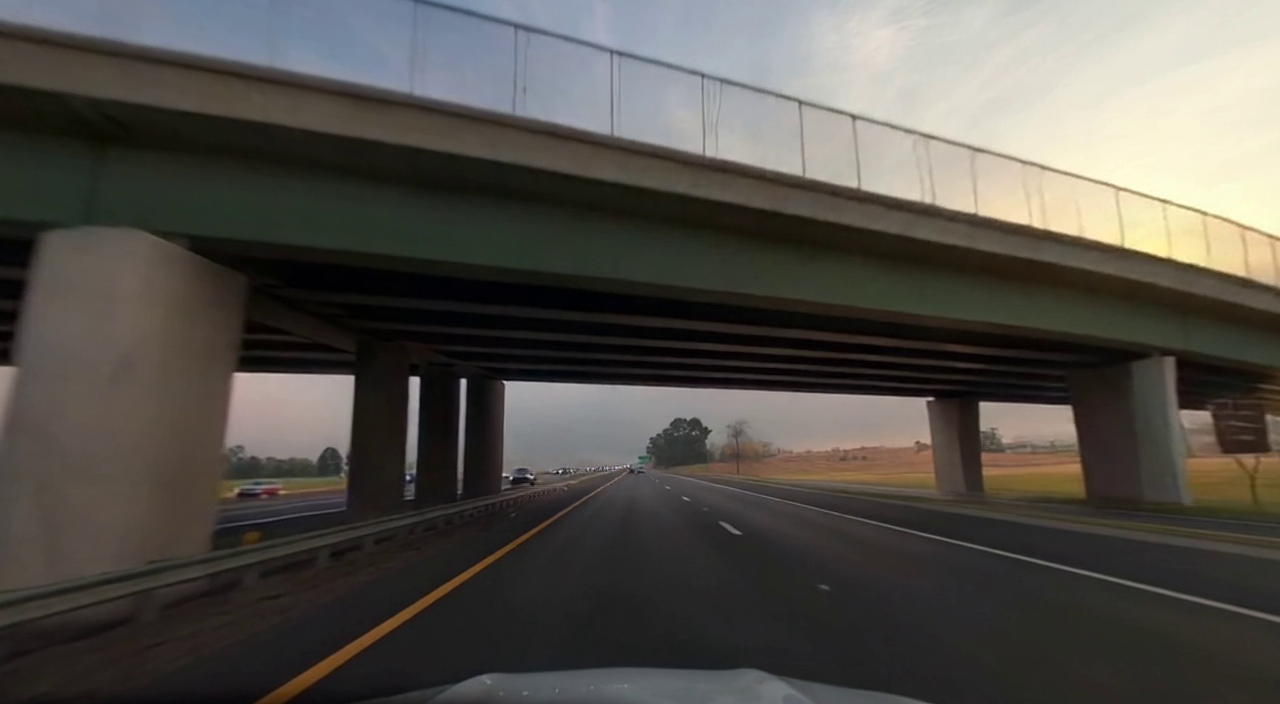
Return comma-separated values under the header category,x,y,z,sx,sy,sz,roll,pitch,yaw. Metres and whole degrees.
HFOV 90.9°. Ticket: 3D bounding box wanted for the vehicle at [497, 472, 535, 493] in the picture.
category,x,y,z,sx,sy,sz,roll,pitch,yaw
vehicle,-8.697,9.165,44.427,1.755,1.379,3.676,0,-10,2
